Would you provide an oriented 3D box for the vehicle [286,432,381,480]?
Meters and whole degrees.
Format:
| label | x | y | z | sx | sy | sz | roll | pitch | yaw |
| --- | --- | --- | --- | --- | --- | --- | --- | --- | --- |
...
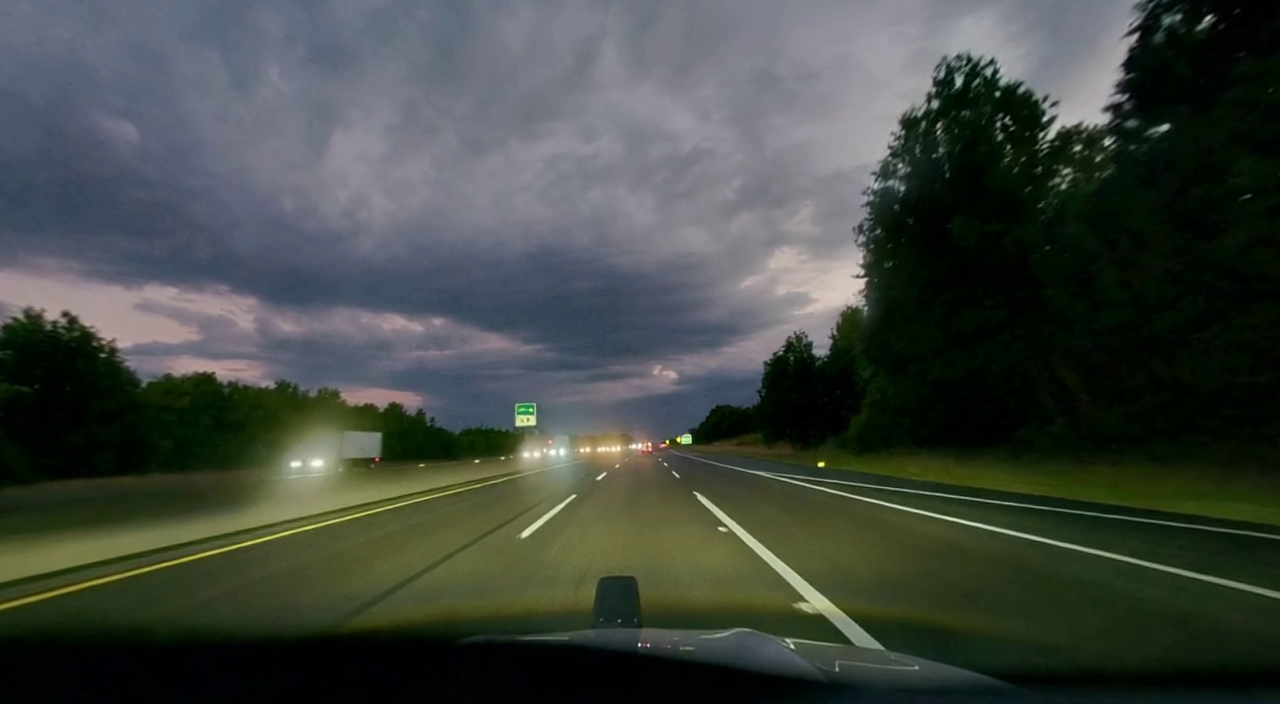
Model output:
| label | x | y | z | sx | sy | sz | roll | pitch | yaw |
| --- | --- | --- | --- | --- | --- | --- | --- | --- | --- |
| vehicle | -19.672 | 6.733 | 40.917 | 2.676 | 2.841 | 6.852 | -1 | -9 | 0 |
